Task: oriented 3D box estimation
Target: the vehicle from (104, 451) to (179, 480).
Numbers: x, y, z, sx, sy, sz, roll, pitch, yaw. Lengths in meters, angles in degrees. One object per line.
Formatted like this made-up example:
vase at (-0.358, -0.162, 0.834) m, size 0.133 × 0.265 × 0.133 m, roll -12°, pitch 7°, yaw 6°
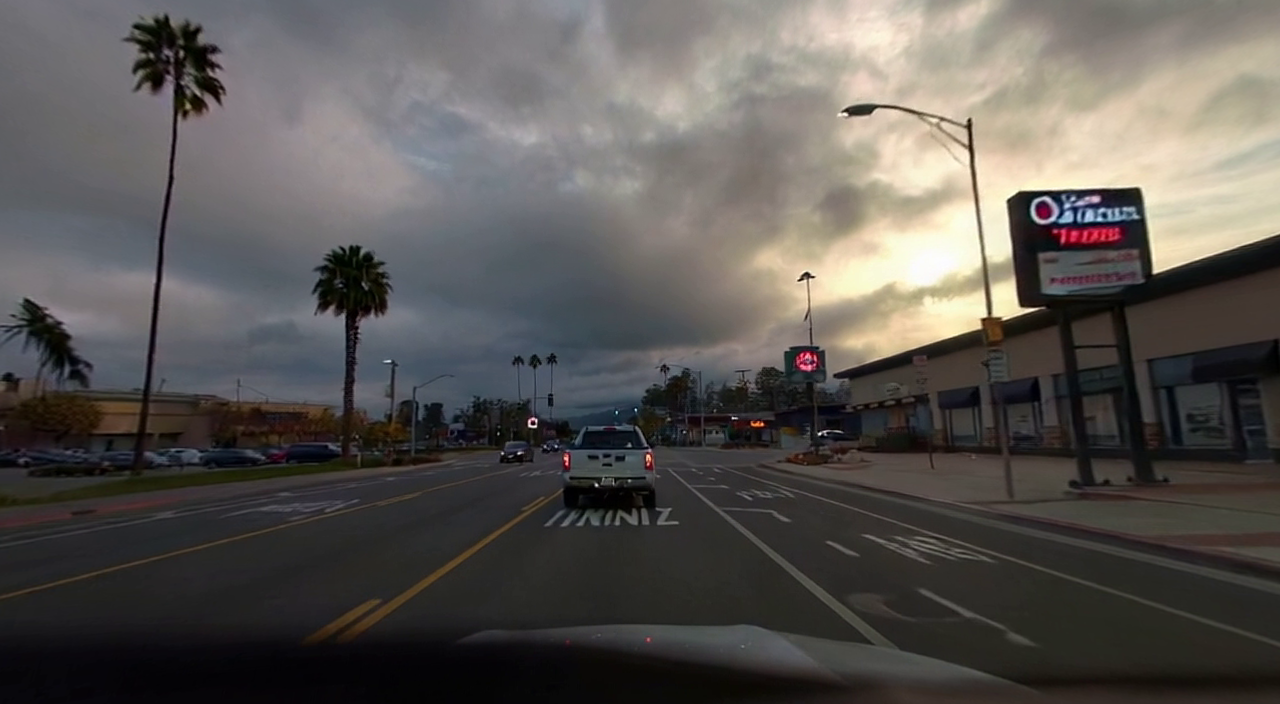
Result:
vehicle at (-29.185, 6.617, 37.011) m, size 2.172 × 1.504 × 4.669 m, roll 3°, pitch -9°, yaw -23°

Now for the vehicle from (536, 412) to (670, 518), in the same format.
vehicle at (-0.655, 2.203, 12.696) m, size 2.239 × 1.763 × 4.096 m, roll 0°, pitch -8°, yaw -1°
